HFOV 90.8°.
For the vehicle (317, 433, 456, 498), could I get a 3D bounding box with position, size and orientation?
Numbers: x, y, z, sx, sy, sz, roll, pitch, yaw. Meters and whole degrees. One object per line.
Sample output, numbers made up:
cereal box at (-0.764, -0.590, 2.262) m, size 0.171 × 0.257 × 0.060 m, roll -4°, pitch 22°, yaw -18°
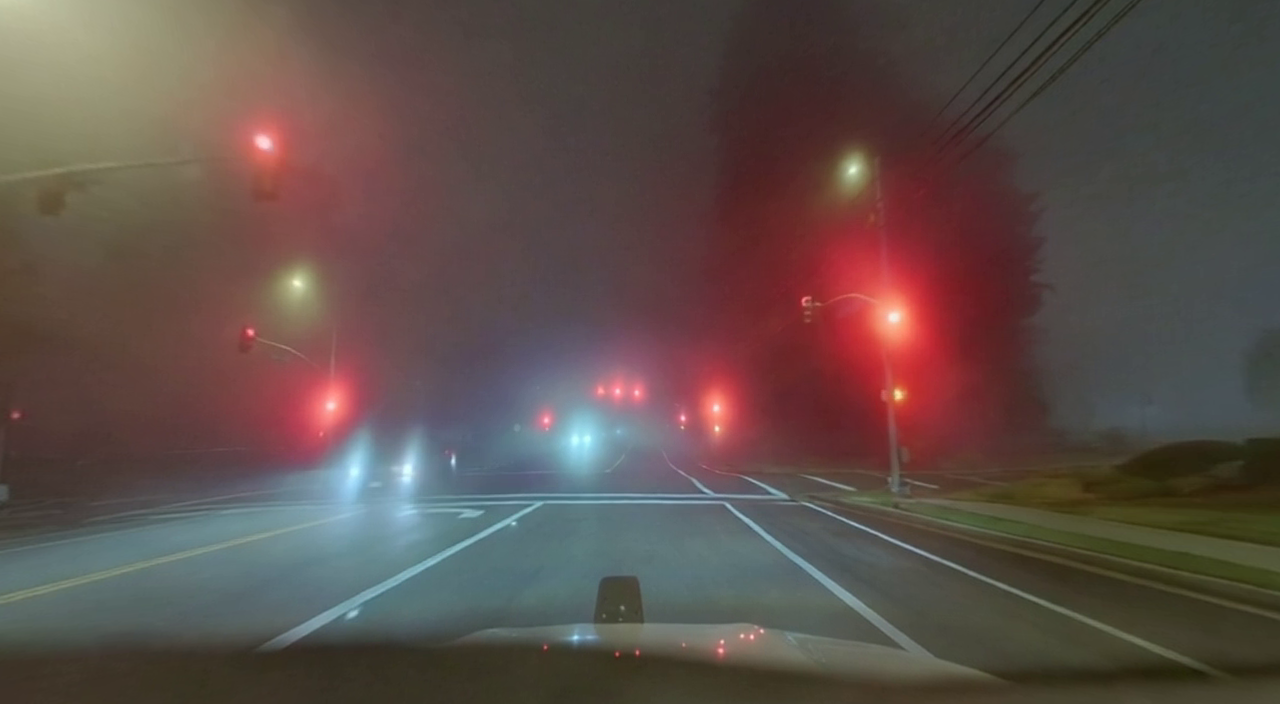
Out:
vehicle at (-7.707, 3.492, 19.913) m, size 2.262 × 1.761 × 4.966 m, roll 0°, pitch -8°, yaw 1°
